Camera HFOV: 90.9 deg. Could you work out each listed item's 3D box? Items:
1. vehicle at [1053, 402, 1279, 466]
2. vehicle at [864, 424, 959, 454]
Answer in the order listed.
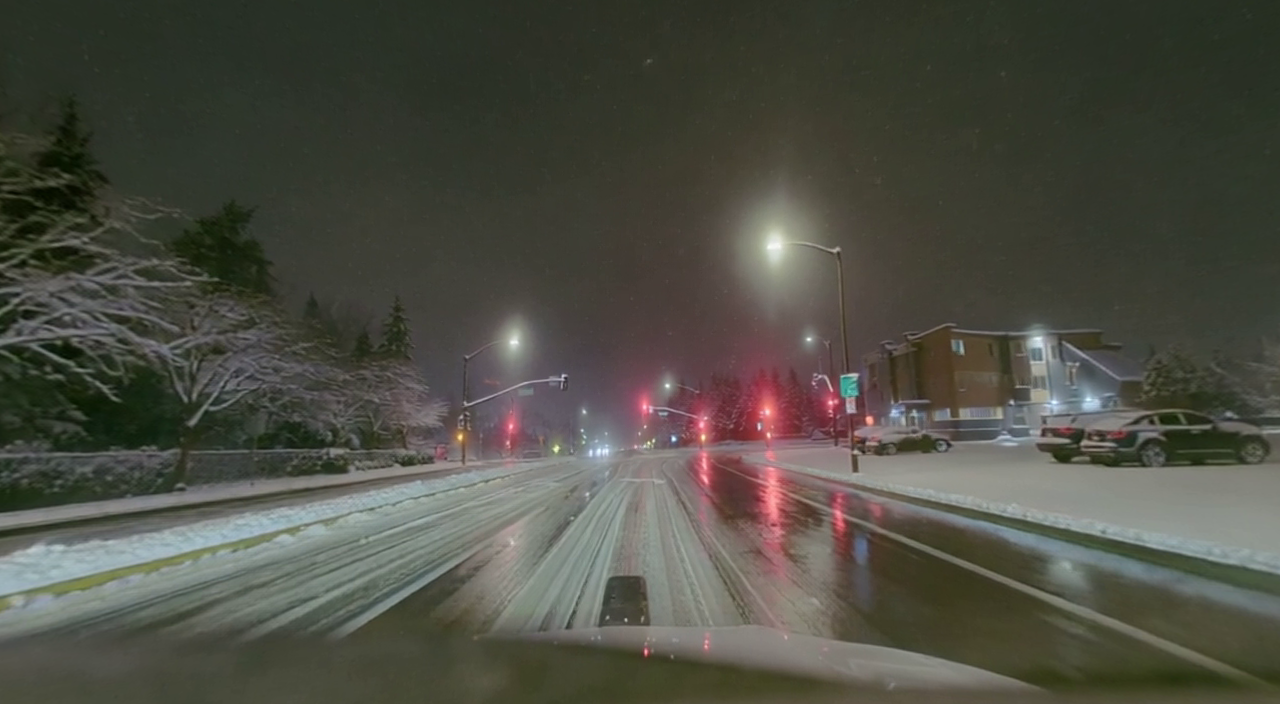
[{"bbox_3d":[13.598,2.128,16.331,4.343,1.500,2.011,0,-8,0],"label":"vehicle"},{"bbox_3d":[14.285,4.622,33.344,4.167,1.476,1.871,-1,-8,1],"label":"vehicle"}]
